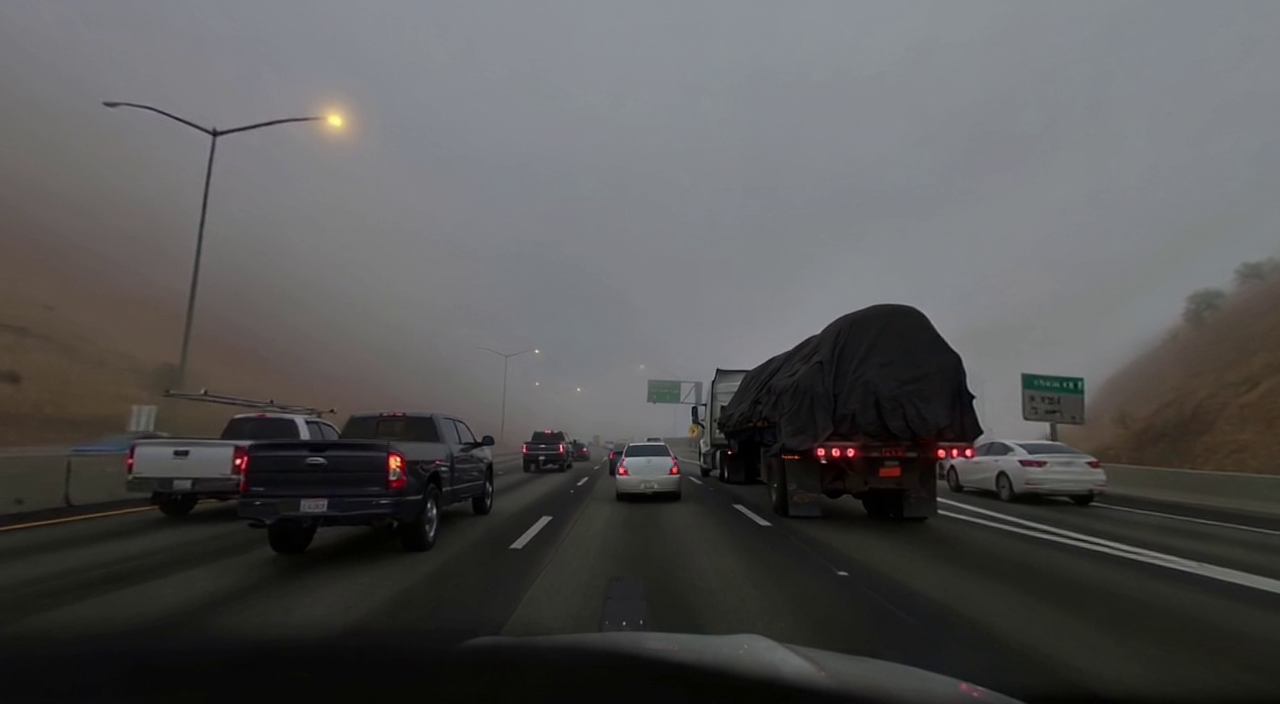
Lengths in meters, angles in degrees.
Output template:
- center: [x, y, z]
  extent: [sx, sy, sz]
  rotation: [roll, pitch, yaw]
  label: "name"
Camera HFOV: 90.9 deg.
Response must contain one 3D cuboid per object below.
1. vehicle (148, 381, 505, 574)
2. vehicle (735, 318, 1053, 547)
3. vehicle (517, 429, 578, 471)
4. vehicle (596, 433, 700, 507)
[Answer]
- center: [-3.674, 1.622, 8.982]
  extent: [2.318, 1.902, 5.374]
  rotation: [0, -8, 0]
  label: "vehicle"
- center: [3.401, 1.290, 10.159]
  extent: [2.790, 2.718, 5.253]
  rotation: [0, -8, -1]
  label: "vehicle"
- center: [-4.326, 4.678, 30.402]
  extent: [2.348, 1.821, 5.061]
  rotation: [0, -8, -2]
  label: "vehicle"
- center: [0.093, 2.673, 14.767]
  extent: [2.105, 1.471, 3.978]
  rotation: [0, -8, -2]
  label: "vehicle"
